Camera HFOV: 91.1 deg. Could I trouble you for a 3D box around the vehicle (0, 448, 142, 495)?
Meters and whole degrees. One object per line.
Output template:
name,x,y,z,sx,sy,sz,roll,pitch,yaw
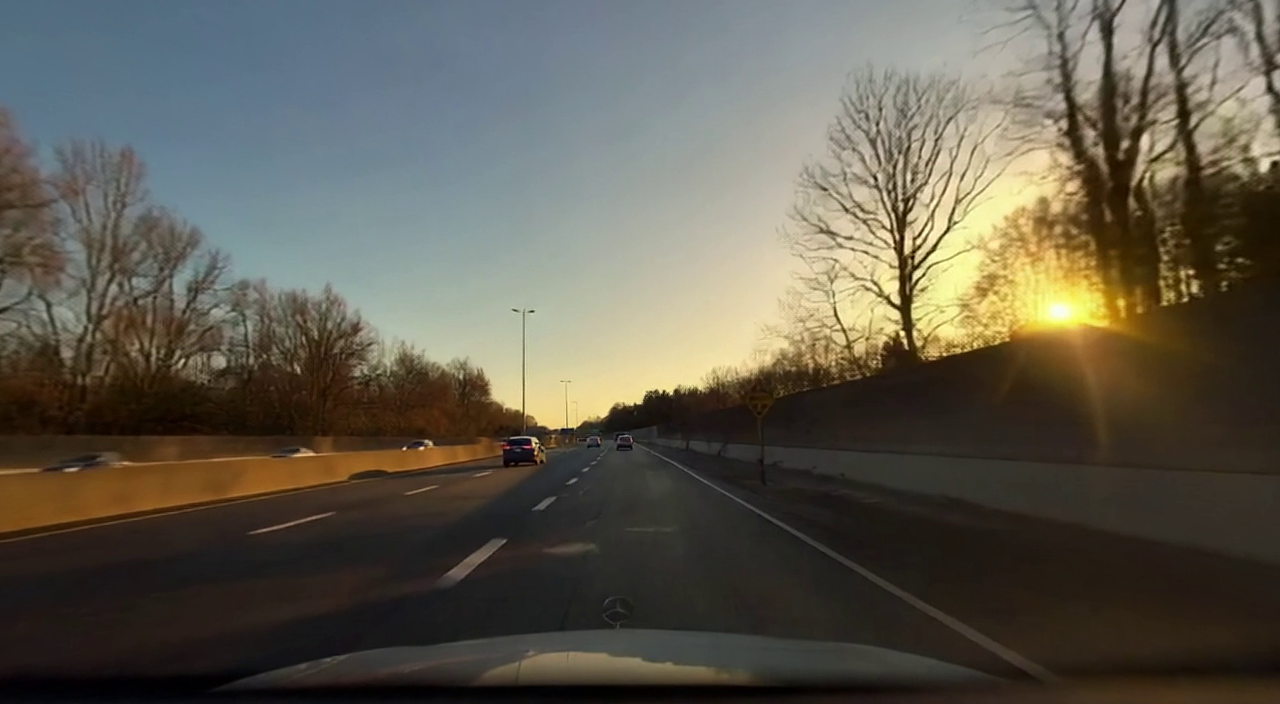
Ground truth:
vehicle,-23.642,4.903,26.222,1.896,1.640,4.744,0,-8,-2

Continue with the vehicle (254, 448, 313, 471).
vehicle,-24.504,7.355,43.338,1.692,1.446,4.110,0,-8,-1

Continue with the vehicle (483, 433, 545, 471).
vehicle,-5.367,4.297,27.324,1.988,1.505,4.044,0,-8,-2
